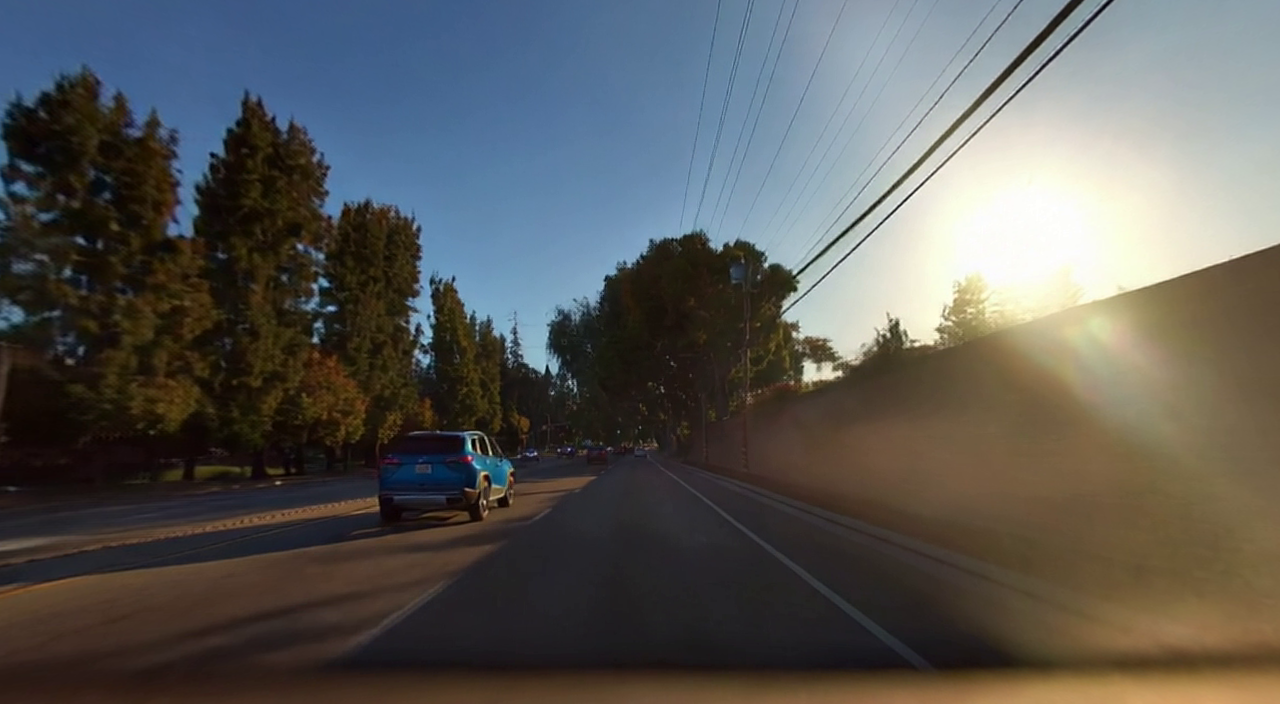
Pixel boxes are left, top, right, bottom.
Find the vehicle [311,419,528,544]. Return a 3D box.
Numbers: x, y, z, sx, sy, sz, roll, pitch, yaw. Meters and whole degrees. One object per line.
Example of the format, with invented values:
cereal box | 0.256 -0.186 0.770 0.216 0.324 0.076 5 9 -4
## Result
vehicle | -3.513 2.156 11.181 2.147 1.730 4.555 0 -8 1
